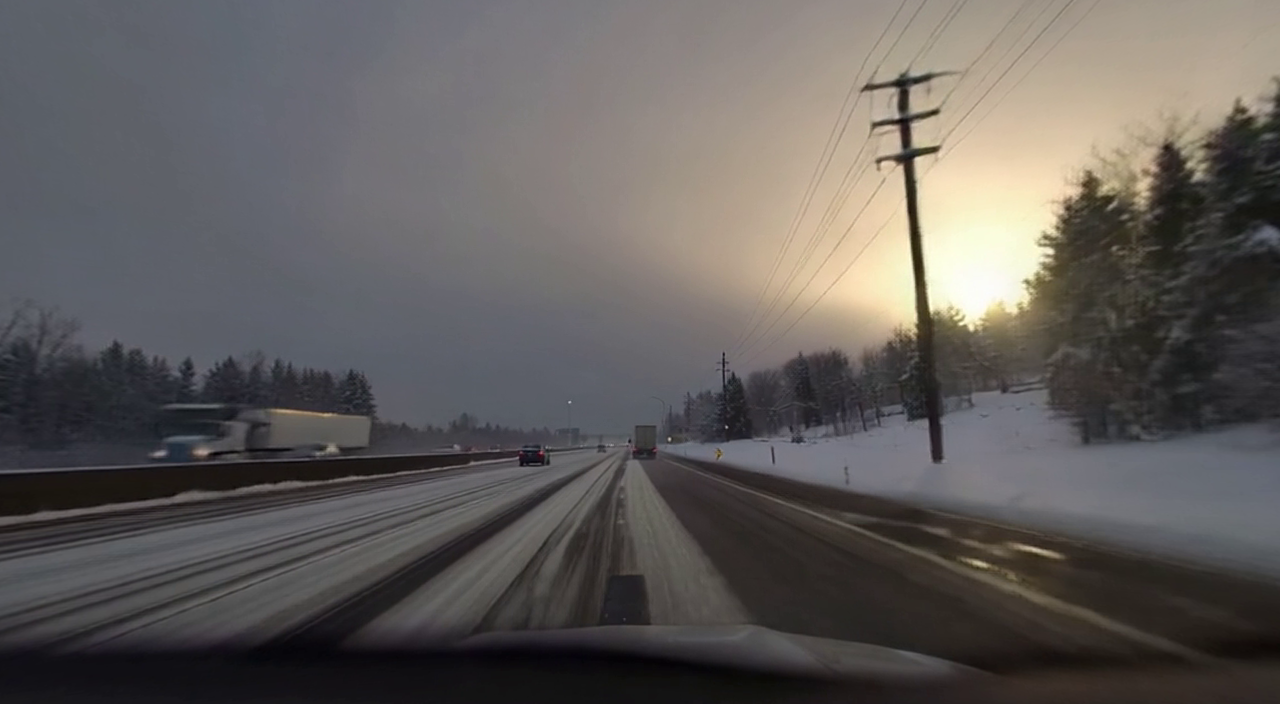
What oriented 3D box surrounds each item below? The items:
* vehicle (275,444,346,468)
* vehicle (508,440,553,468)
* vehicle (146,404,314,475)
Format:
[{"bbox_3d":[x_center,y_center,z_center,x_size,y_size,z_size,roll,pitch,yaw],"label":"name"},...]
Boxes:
[{"bbox_3d":[-21.722,6.849,41.836,2.134,1.490,4.854,0,-8,-1],"label":"vehicle"},{"bbox_3d":[-6.813,6.379,39.574,2.064,1.642,4.389,0,-8,0],"label":"vehicle"},{"bbox_3d":[-25.997,5.740,41.231,3.172,3.908,11.933,1,-8,-2],"label":"vehicle"}]
